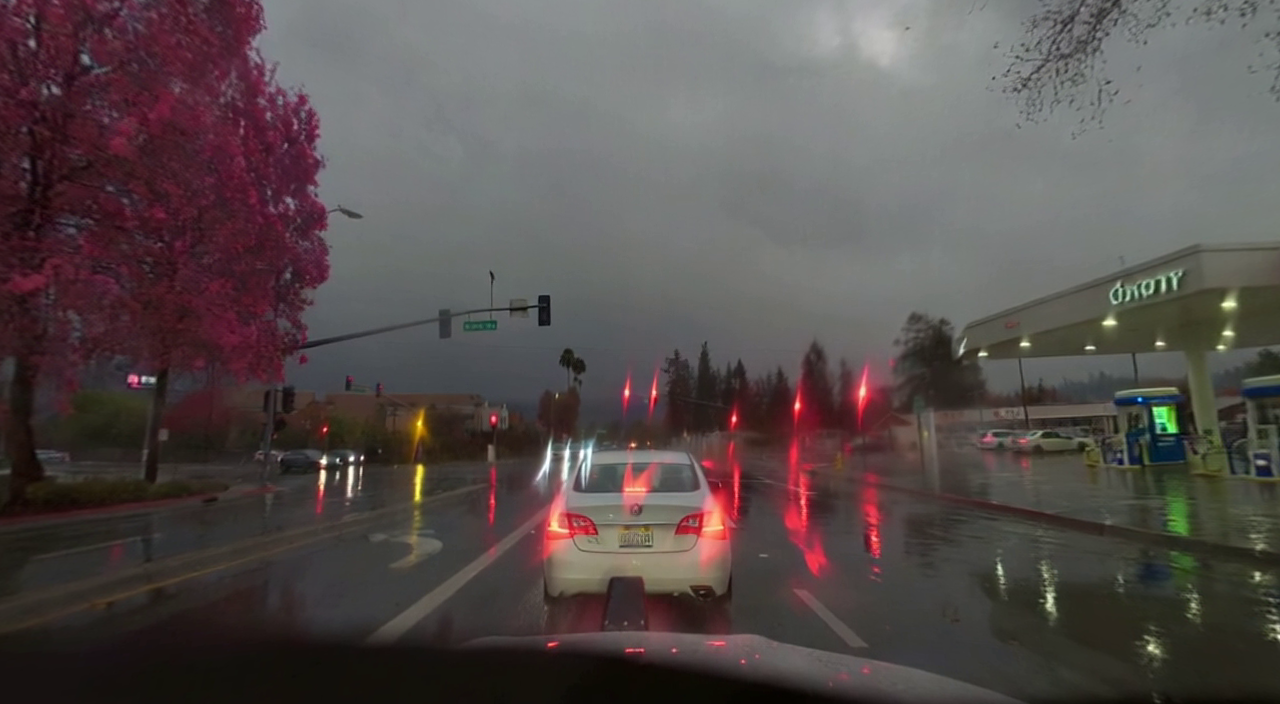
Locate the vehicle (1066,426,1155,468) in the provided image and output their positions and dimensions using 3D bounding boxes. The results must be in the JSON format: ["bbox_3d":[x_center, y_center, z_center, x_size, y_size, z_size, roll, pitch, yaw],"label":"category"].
[{"bbox_3d":[18.613,3.746,24.879,4.091,1.495,2.053,8,-12,-44],"label":"vehicle"}]

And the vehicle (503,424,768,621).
[{"bbox_3d":[-0.033,1.598,6.894,2.010,1.482,4.057,0,-8,0],"label":"vehicle"}]

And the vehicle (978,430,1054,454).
[{"bbox_3d":[25.557,6.152,42.945,3.975,1.563,1.755,-1,-8,5],"label":"vehicle"}]

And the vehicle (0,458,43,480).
[{"bbox_3d":[-44.863,8.174,44.168,4.380,1.409,1.841,-1,-8,5],"label":"vehicle"}]
